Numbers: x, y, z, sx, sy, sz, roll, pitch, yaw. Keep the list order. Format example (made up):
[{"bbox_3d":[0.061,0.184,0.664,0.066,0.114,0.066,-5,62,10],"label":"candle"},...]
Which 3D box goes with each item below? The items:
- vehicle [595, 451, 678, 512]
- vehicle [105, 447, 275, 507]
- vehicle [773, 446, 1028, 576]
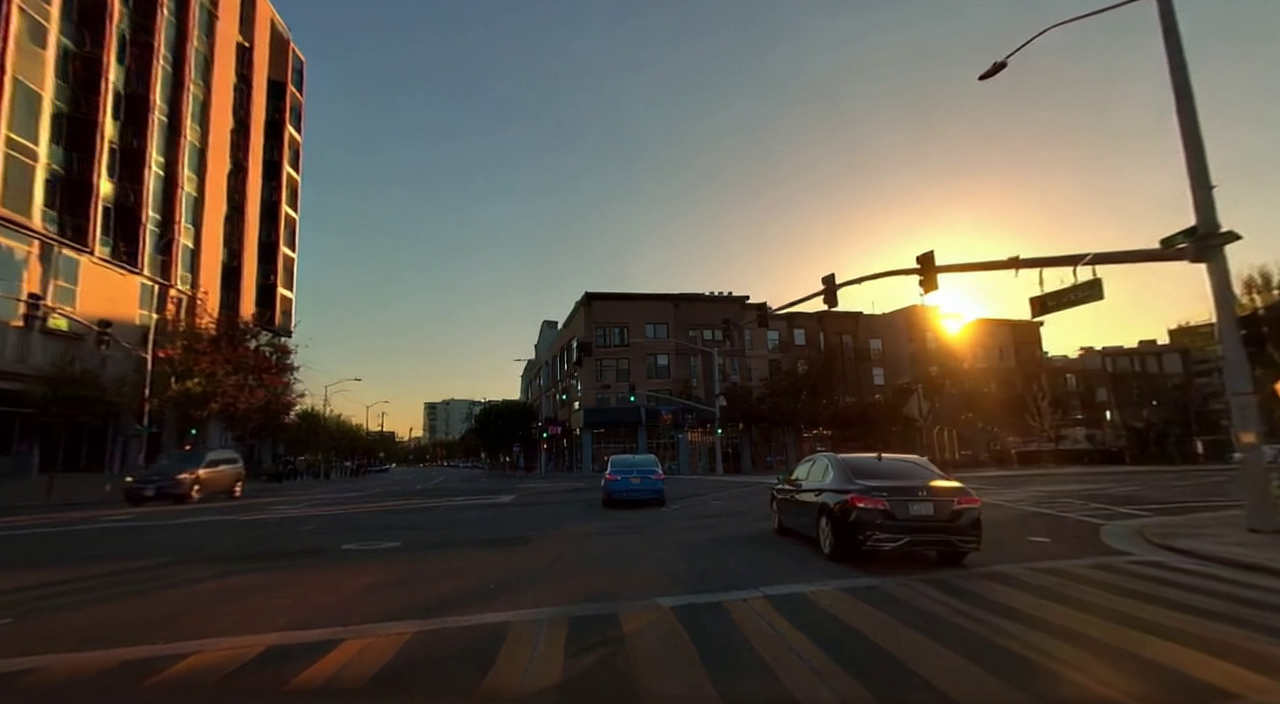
[{"bbox_3d":[-0.092,3.602,18.039,2.094,1.481,4.078,0,-8,0],"label":"vehicle"},{"bbox_3d":[-15.141,4.181,21.666,2.126,1.782,4.880,0,-8,2],"label":"vehicle"},{"bbox_3d":[3.354,2.084,9.140,1.860,1.430,4.089,0,-8,-2],"label":"vehicle"}]
